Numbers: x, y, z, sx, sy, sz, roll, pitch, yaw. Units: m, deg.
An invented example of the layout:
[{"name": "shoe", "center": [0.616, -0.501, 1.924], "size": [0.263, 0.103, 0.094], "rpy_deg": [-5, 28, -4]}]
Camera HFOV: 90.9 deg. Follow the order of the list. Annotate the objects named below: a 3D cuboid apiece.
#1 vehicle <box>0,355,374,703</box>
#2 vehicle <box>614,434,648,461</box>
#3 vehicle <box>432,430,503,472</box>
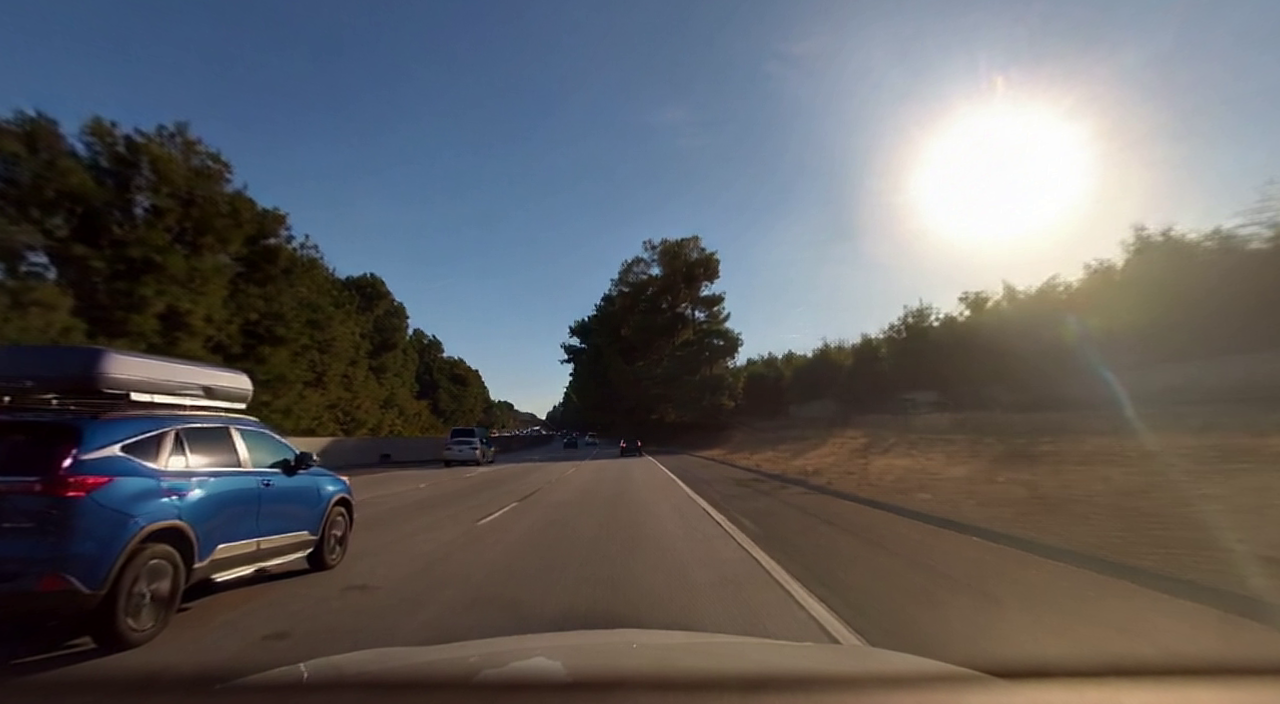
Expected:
[{"name": "vehicle", "center": [-4.242, 1.171, 5.198], "size": [2.069, 1.748, 4.652], "rpy_deg": [0, -8, 0]}, {"name": "vehicle", "center": [-0.603, 6.406, 42.514], "size": [2.178, 1.658, 3.916], "rpy_deg": [0, -8, -1]}, {"name": "vehicle", "center": [-7.718, 4.461, 28.713], "size": [1.964, 1.745, 4.338], "rpy_deg": [0, -8, 1]}]
